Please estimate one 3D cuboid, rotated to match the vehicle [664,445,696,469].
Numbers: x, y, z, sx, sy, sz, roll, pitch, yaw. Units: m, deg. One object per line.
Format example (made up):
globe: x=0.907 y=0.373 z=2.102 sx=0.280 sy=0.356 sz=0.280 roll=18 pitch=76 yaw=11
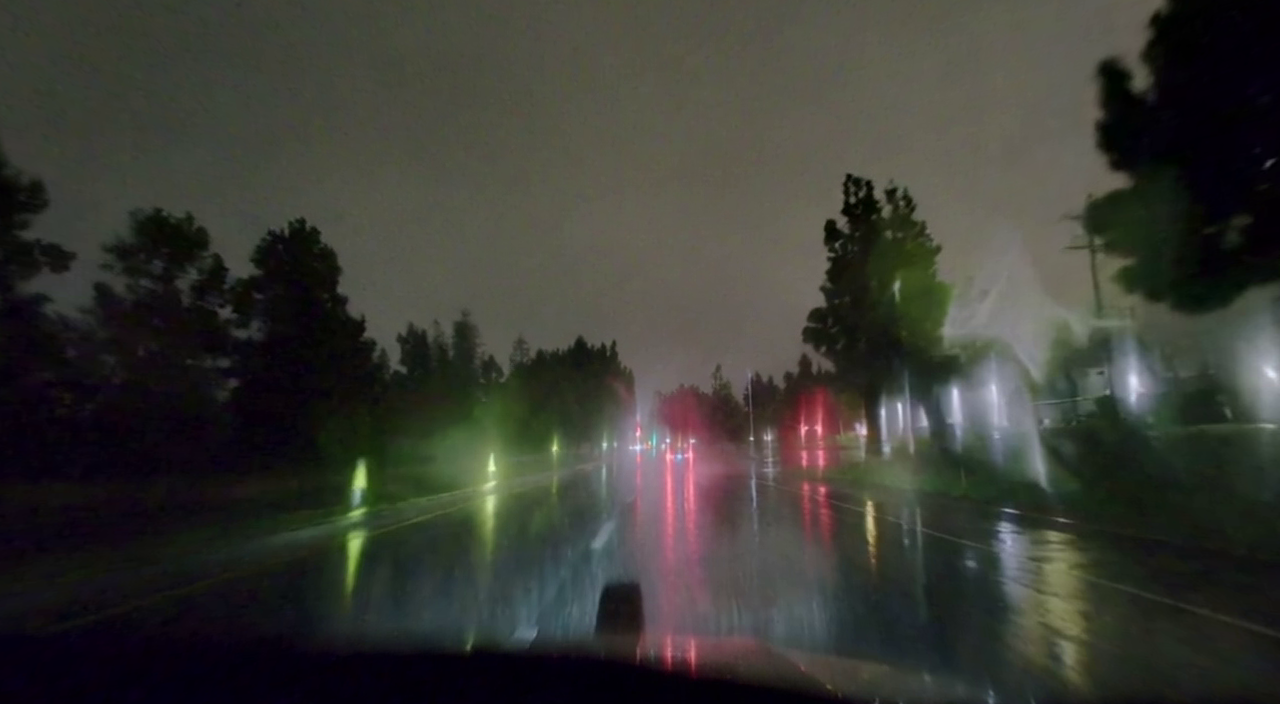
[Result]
vehicle: x=2.628 y=7.020 z=42.484 sx=1.925 sy=1.488 sz=4.271 roll=0 pitch=-8 yaw=0
